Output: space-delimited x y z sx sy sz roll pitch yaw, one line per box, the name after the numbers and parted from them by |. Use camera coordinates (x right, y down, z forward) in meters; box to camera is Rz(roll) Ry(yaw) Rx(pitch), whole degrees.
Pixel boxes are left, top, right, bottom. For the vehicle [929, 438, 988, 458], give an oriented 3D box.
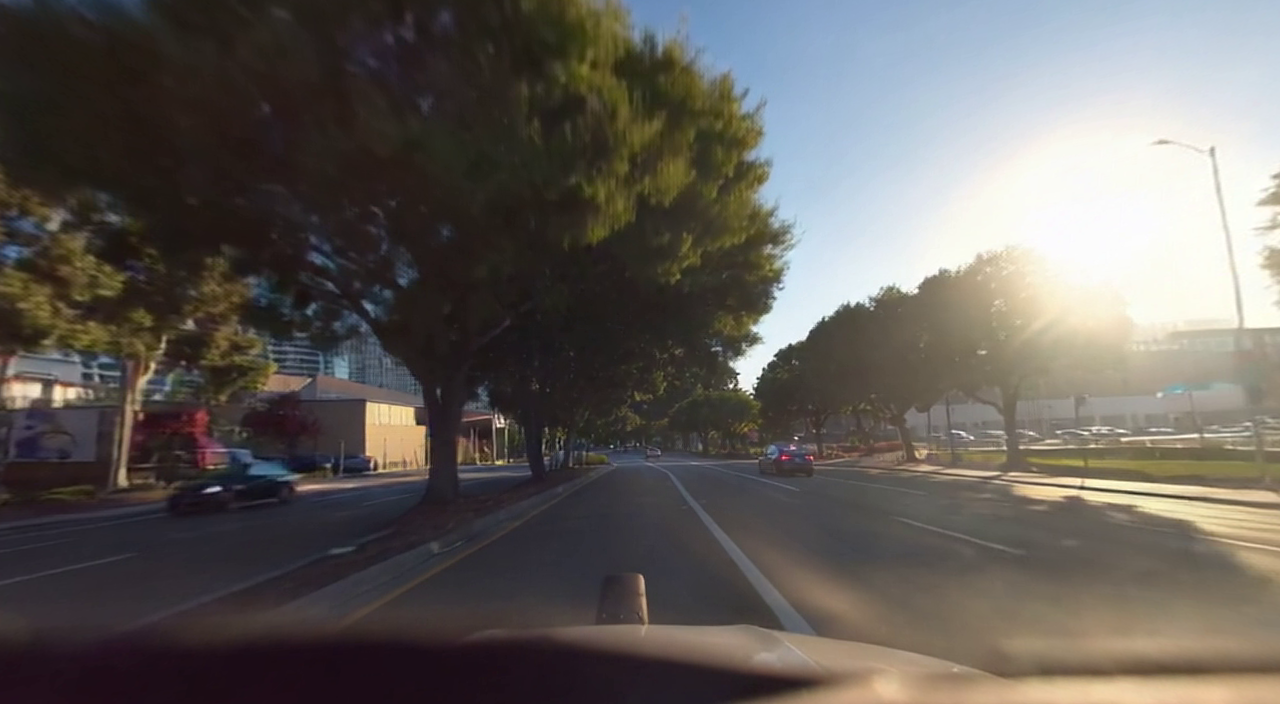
24.385 7.364 48.368 3.603 1.474 1.634 0 -9 -2 | vehicle

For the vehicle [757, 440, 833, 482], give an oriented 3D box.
6.648 4.718 27.618 2.181 1.639 4.127 0 -9 -1 | vehicle

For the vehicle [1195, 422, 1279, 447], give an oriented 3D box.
38.479 5.236 39.759 1.814 1.469 4.858 6 -11 -35 | vehicle

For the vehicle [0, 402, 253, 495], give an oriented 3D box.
-21.300 3.989 26.320 8.324 3.550 2.670 0 -9 -2 | vehicle

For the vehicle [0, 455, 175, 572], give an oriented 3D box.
-9.465 2.337 9.311 1.865 1.503 4.375 -2 -9 1 | vehicle

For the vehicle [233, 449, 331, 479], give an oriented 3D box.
-20.746 6.502 36.709 4.519 1.614 1.898 -1 -9 3 | vehicle
